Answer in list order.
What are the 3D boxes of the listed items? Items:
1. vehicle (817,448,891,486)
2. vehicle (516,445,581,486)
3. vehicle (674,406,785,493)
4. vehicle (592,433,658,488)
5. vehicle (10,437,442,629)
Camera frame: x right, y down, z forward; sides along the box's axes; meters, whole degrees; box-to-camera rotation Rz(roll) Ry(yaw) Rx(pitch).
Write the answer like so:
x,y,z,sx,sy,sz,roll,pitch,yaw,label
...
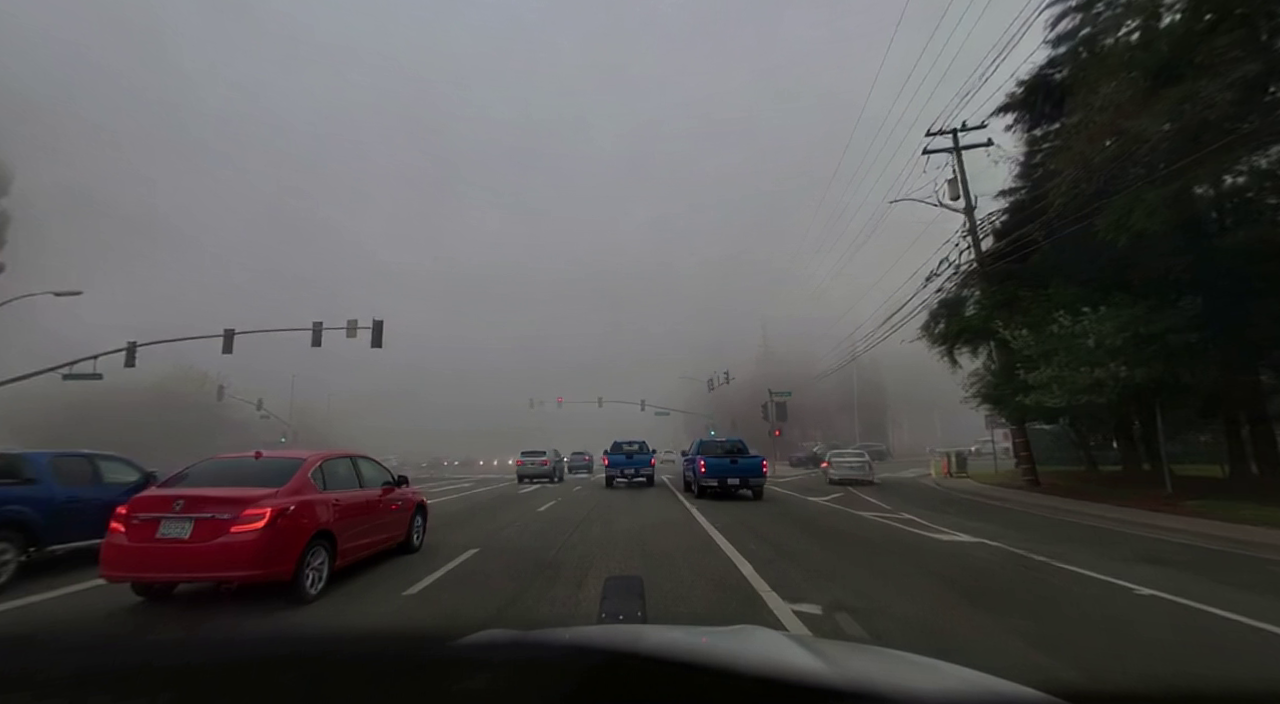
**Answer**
x,y,z,sx,sy,sz,roll,pitch,yaw,label
9.052,4.884,27.096,2.212,1.466,4.126,-1,-9,8,vehicle
-4.175,5.258,29.627,2.273,1.749,4.385,0,-9,1,vehicle
2.931,3.502,22.816,2.905,2.636,6.895,0,-9,-1,vehicle
-0.560,4.752,28.042,2.643,2.145,5.585,0,-8,1,vehicle
-3.979,1.769,7.295,1.939,1.494,4.499,0,-9,0,vehicle
